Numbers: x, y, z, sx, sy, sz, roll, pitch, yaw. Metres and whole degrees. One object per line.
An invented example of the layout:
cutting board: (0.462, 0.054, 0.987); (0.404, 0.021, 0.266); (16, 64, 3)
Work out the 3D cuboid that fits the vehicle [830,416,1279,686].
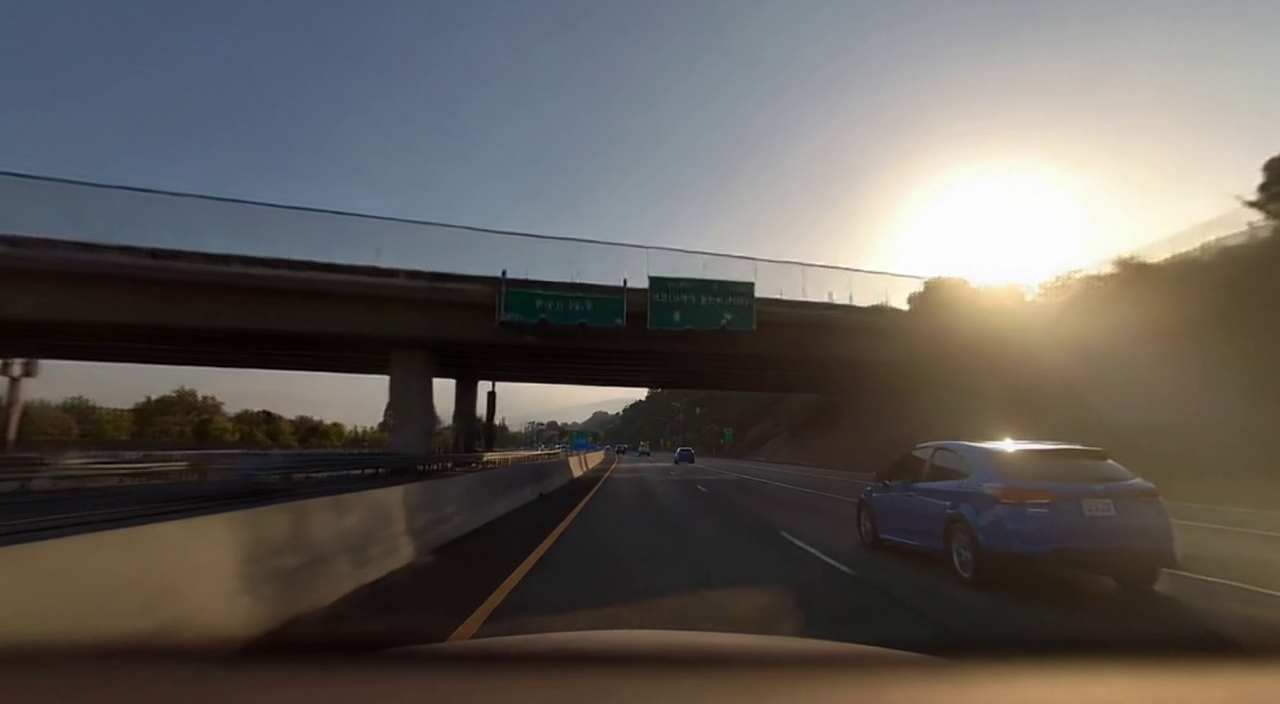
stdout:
vehicle: (3.518, 1.538, 6.008); (2.002, 1.604, 4.265); (0, -9, -1)
